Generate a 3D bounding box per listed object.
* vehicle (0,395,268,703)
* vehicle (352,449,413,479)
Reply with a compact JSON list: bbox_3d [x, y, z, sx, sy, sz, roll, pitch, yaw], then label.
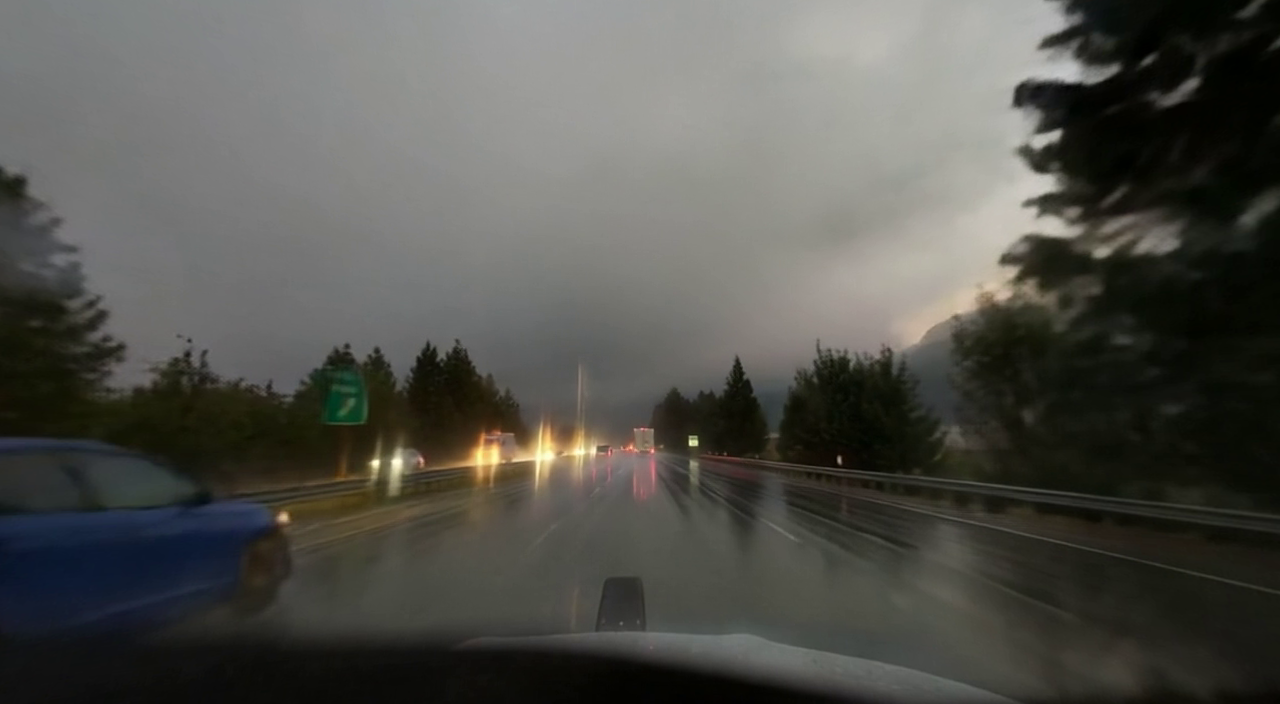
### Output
[{"bbox_3d":[-4.027,1.008,3.079,2.018,1.548,3.849,-1,-9,1],"label":"vehicle"},{"bbox_3d":[-16.506,7.168,40.712,1.886,1.753,4.567,-1,-9,1],"label":"vehicle"}]
